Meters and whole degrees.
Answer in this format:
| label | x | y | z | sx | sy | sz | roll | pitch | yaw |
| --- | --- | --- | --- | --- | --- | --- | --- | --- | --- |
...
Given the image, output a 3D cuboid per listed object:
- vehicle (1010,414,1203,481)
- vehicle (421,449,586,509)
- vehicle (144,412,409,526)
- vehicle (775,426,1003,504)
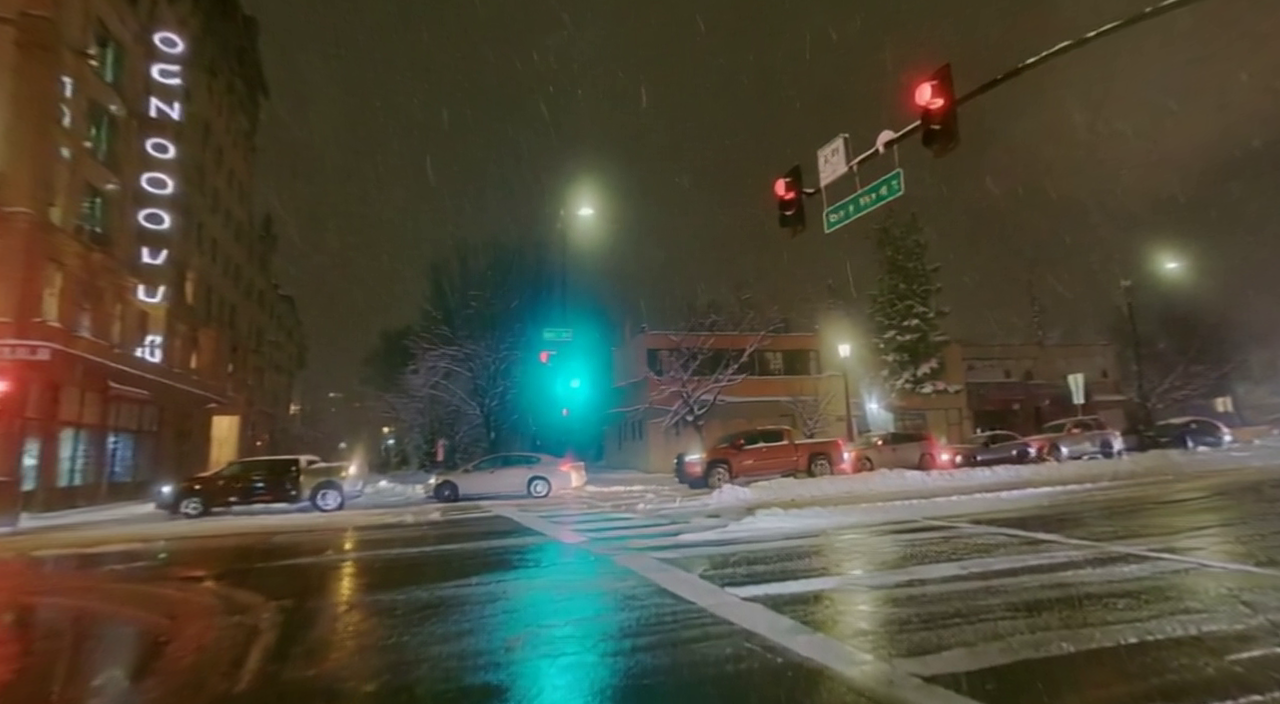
| label | x | y | z | sx | sy | sz | roll | pitch | yaw |
| --- | --- | --- | --- | --- | --- | --- | --- | --- | --- |
| vehicle | 12.139 | 2.484 | 16.437 | 4.390 | 1.552 | 1.925 | 3 | -9 | -22 |
| vehicle | -4.025 | 3.694 | 18.679 | 4.515 | 1.583 | 1.920 | 3 | -9 | -17 |
| vehicle | -10.199 | 3.343 | 18.554 | 6.182 | 2.913 | 2.526 | 3 | -9 | -18 |
| vehicle | 5.536 | 2.458 | 14.060 | 4.600 | 1.506 | 1.878 | 3 | -9 | -21 |
